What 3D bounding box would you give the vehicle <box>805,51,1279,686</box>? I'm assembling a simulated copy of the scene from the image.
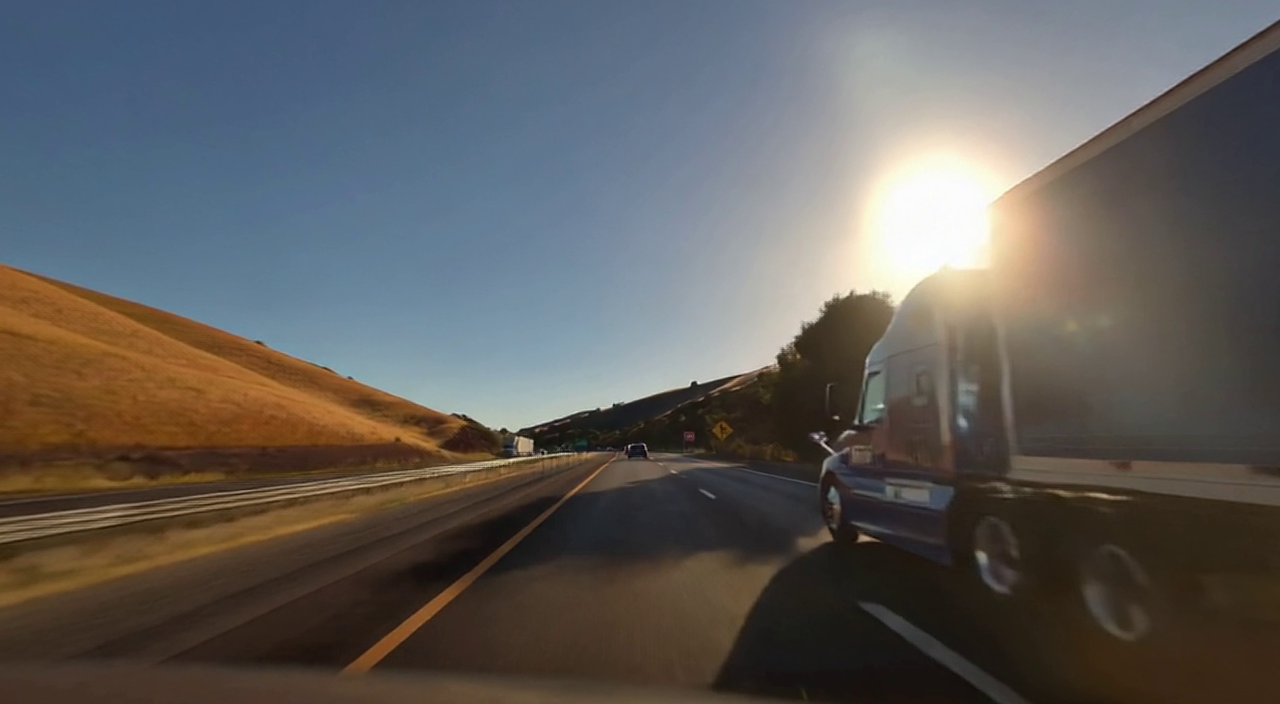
[{"bbox_3d":[4.164,0.308,6.310,3.568,3.906,4.895,-1,-9,0],"label":"vehicle"}]
